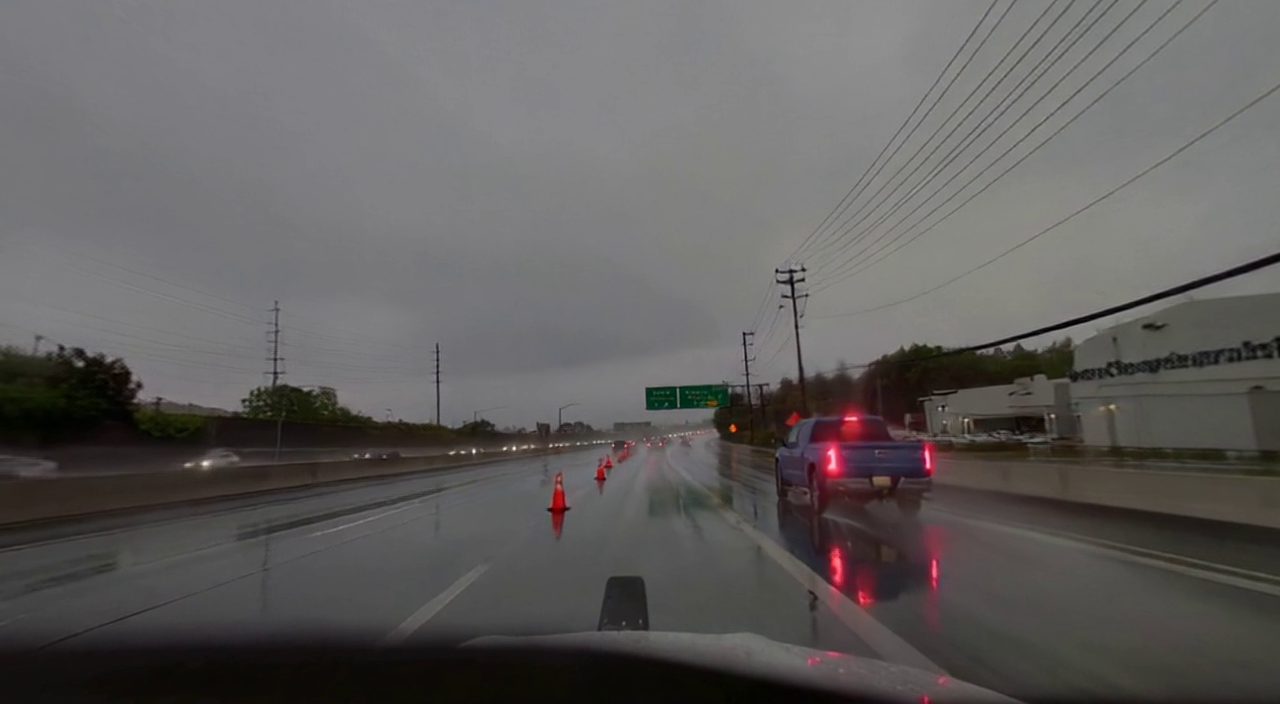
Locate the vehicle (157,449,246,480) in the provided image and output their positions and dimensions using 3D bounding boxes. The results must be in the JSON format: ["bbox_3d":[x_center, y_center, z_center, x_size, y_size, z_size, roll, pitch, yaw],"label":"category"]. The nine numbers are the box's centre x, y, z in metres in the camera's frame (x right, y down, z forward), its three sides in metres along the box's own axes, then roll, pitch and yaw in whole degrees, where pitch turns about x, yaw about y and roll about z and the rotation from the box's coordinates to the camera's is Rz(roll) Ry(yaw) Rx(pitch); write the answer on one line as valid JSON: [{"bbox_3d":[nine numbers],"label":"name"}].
[{"bbox_3d":[-30.861,7.893,44.671,2.206,1.957,5.698,0,-8,0],"label":"vehicle"}]

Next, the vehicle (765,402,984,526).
[{"bbox_3d":[4.055,2.073,12.187,2.186,1.840,5.289,0,-8,0],"label":"vehicle"}]
